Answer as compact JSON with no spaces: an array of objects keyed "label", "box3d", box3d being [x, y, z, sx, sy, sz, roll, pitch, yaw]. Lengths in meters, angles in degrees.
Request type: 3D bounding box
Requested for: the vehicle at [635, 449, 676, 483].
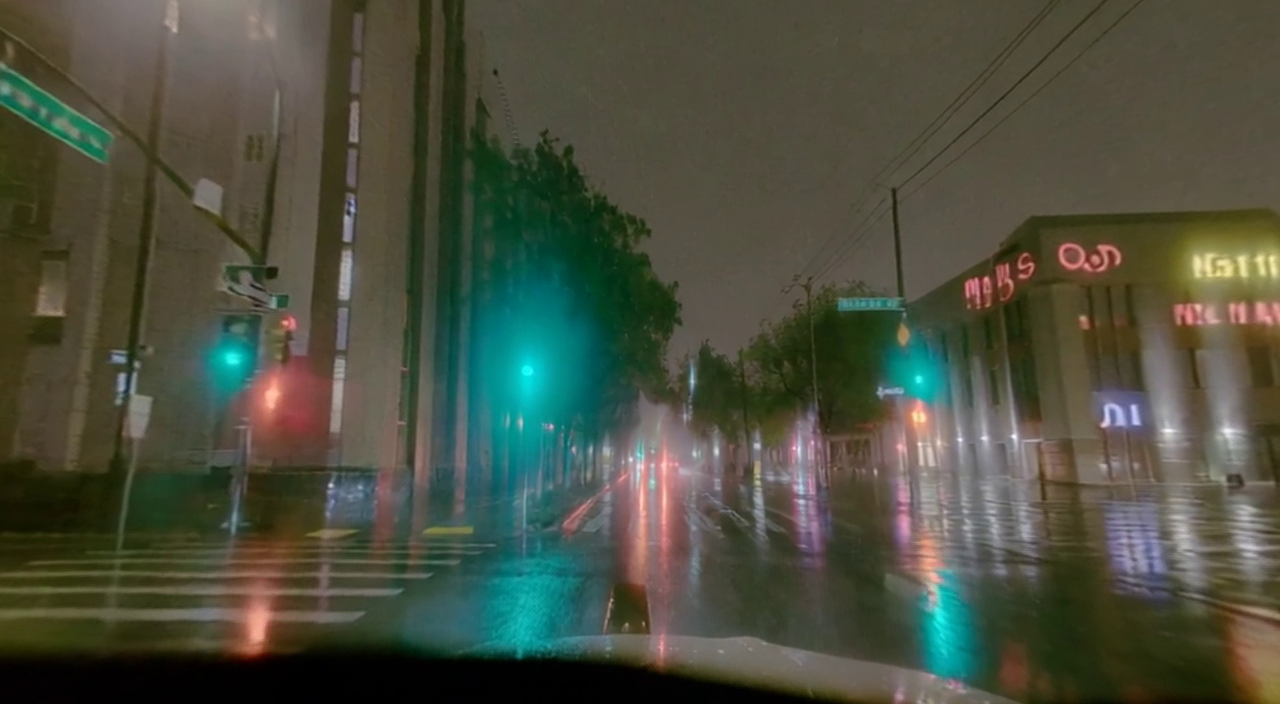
[{"label":"vehicle","box3d":[0.794,6.189,34.428,2.079,1.621,3.861,-1,-8,0]}]
